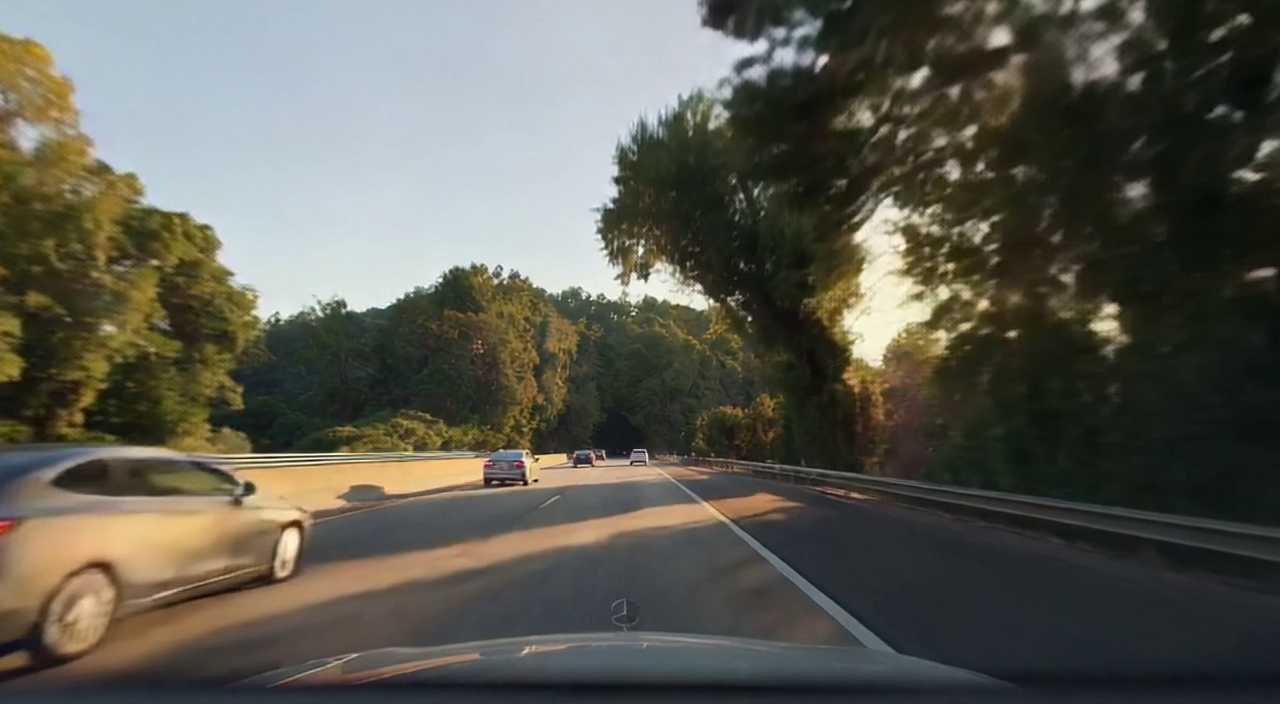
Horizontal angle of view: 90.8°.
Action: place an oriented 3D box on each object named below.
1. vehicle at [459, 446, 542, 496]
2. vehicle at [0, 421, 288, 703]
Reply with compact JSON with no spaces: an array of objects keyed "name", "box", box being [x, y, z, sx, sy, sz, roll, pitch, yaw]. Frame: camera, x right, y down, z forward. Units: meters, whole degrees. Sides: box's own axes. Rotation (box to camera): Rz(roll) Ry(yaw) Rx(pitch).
[{"name":"vehicle","box":[-4.607,3.974,21.504,1.838,1.508,4.317,0,-9,0]},{"name":"vehicle","box":[-4.049,1.160,3.550,1.897,1.481,3.859,0,-9,0]}]
